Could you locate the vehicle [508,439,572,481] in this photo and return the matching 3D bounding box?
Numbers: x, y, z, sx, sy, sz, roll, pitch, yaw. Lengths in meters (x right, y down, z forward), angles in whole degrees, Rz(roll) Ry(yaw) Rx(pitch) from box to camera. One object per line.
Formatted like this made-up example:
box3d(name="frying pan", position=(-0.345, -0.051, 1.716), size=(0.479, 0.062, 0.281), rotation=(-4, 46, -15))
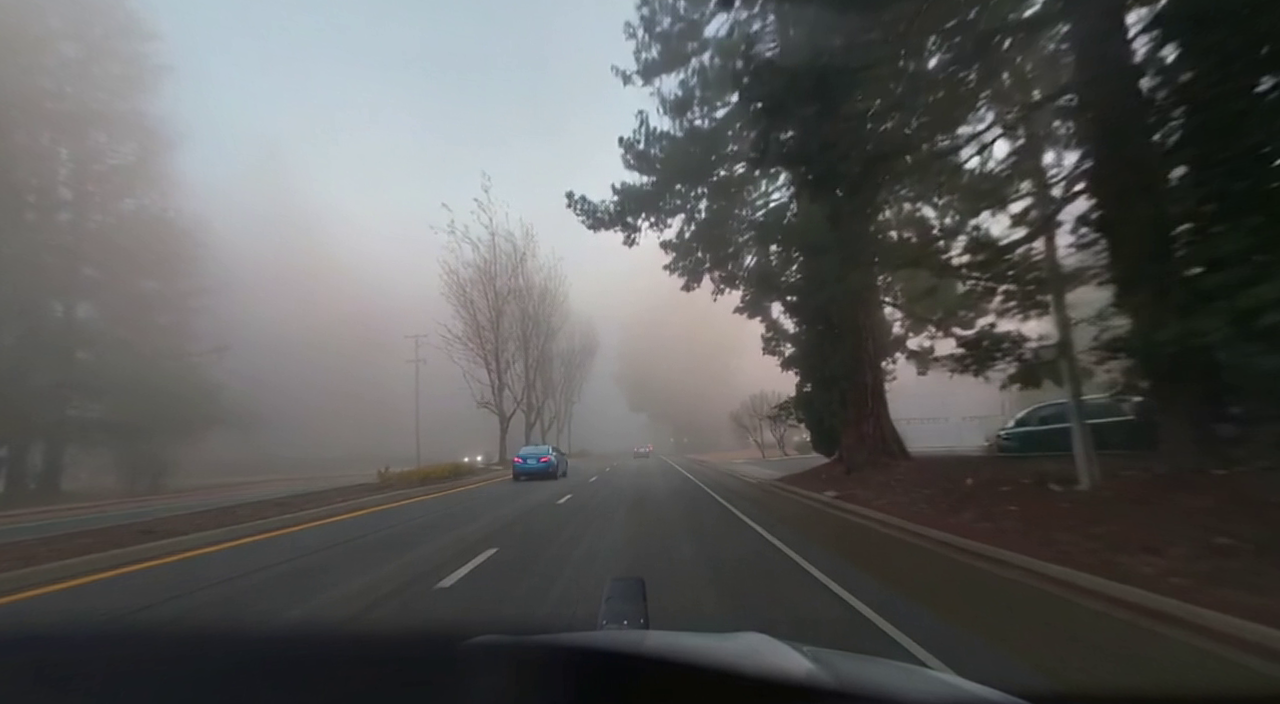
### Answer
box3d(name="vehicle", position=(-4.154, 4.545, 26.856), size=(1.914, 1.630, 4.351), rotation=(0, -8, 1))
